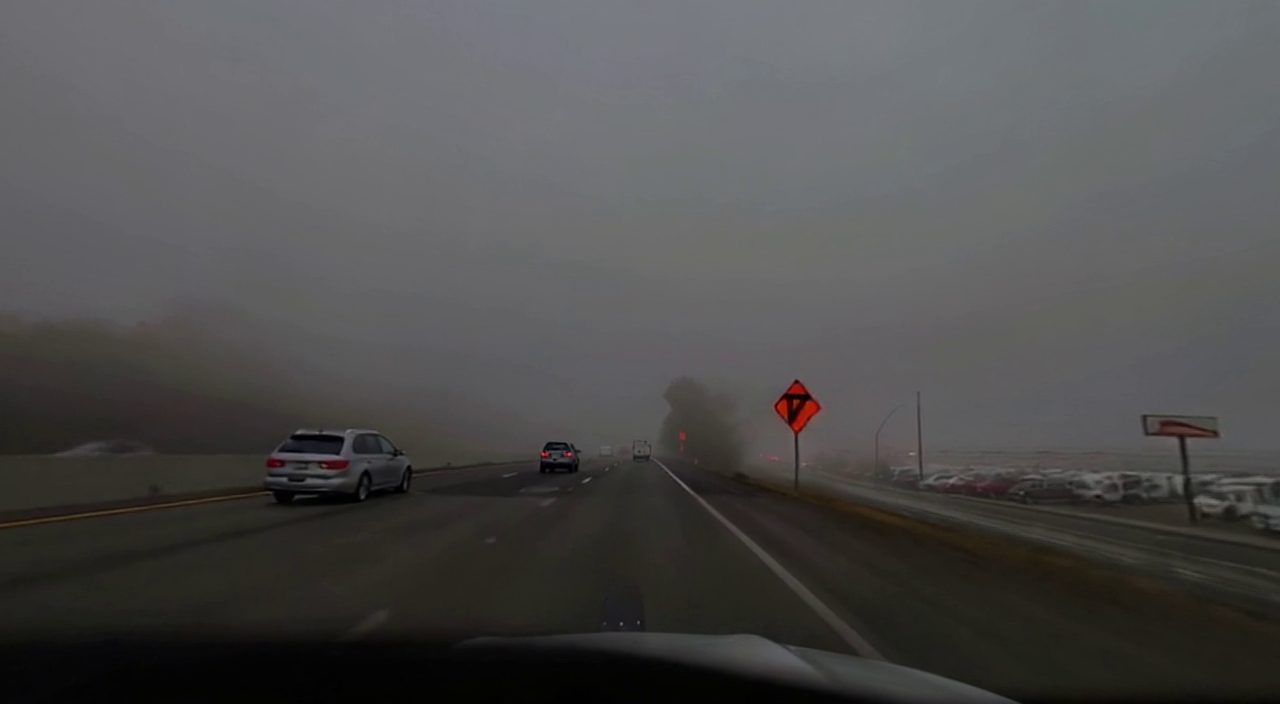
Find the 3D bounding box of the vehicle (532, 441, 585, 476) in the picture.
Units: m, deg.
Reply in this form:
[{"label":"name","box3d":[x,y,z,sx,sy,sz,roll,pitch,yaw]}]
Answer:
[{"label":"vehicle","box3d":[-4.057,5.367,31.951,2.070,1.665,4.213,0,-9,1]}]

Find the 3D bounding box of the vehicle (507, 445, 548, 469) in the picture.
[{"label":"vehicle","box3d":[-7.704,7.194,43.458,1.991,1.538,4.360,0,-9,0]}]

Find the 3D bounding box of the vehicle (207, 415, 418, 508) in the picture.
[{"label":"vehicle","box3d":[-7.453,2.582,15.231,2.159,1.807,5.422,0,-9,0]}]
